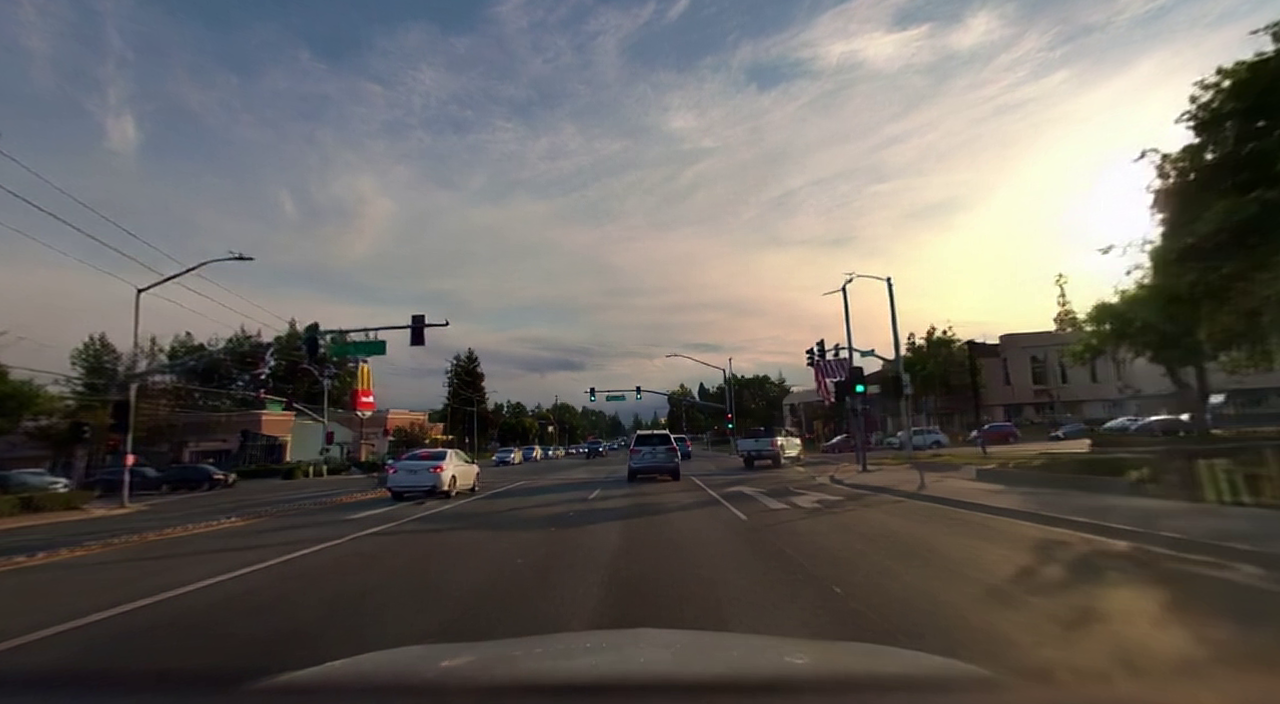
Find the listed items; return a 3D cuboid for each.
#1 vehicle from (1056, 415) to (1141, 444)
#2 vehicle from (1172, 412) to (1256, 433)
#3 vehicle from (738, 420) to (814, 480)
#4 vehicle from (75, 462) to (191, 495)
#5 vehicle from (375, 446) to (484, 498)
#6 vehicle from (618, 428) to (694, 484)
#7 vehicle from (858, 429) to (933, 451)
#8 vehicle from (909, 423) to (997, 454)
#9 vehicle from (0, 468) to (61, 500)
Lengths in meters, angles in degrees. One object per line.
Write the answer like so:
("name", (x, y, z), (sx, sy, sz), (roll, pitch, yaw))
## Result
("vehicle", (34.506, 5.878, 47.527), (4.819, 1.562, 1.877), (-6, -8, -2))
("vehicle", (43.703, 5.363, 48.060), (4.379, 1.492, 1.995), (0, -9, 0))
("vehicle", (5.788, 4.037, 26.193), (2.452, 2.148, 5.877), (-3, -9, 18))
("vehicle", (-29.747, 7.422, 37.092), (4.890, 1.806, 2.205), (0, -8, 2))
("vehicle", (-6.577, 3.767, 20.311), (1.966, 1.461, 4.422), (0, -9, 0))
("vehicle", (0.524, 3.893, 23.801), (2.513, 1.854, 5.235), (0, -8, 0))
("vehicle", (17.857, 6.188, 44.252), (4.430, 1.480, 1.923), (0, -9, -1))
("vehicle", (18.756, 5.193, 37.866), (4.386, 1.760, 2.228), (3, -9, -20))
("vehicle", (-37.753, 7.824, 37.426), (4.839, 1.742, 1.993), (0, -8, 2))
